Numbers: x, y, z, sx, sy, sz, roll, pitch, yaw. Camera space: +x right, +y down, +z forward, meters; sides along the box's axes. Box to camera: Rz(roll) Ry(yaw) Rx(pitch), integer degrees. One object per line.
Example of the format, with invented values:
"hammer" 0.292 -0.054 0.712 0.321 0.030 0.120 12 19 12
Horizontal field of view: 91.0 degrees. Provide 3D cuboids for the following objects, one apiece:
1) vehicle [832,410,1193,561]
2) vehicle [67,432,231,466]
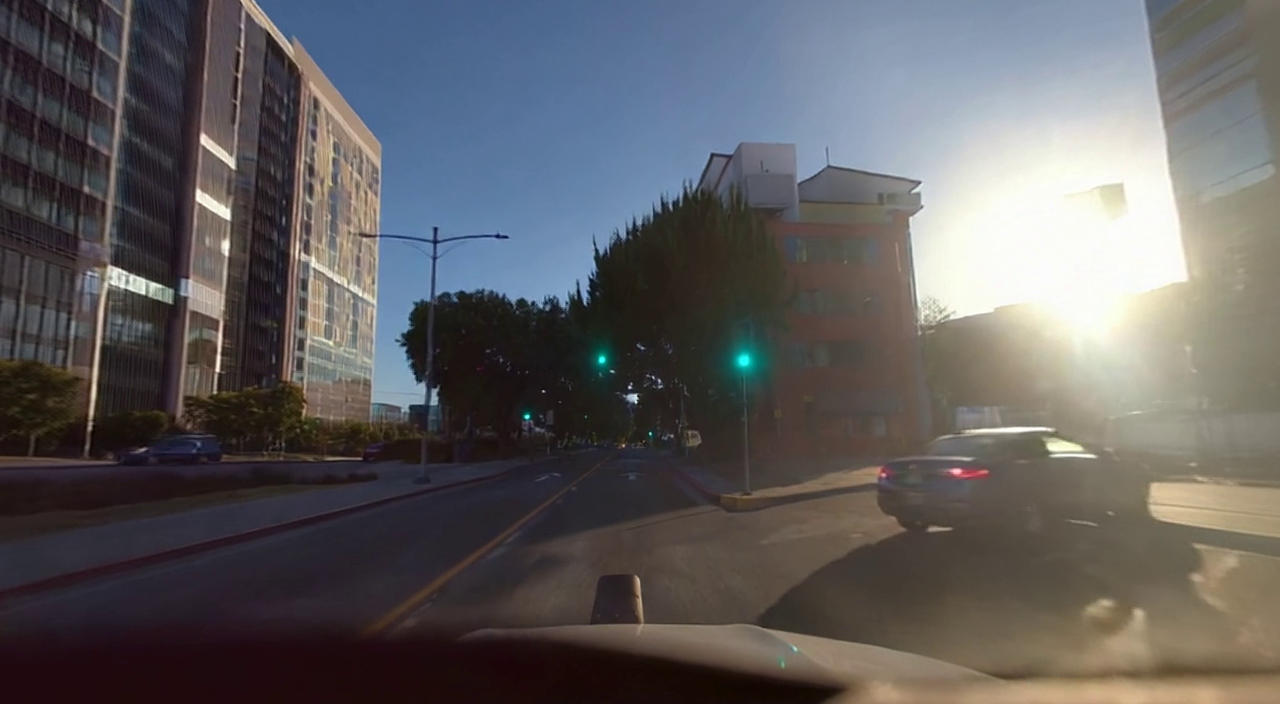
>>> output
"vehicle" 4.782 1.597 8.158 4.033 1.514 1.974 3 -9 -25
"vehicle" -19.409 3.869 25.263 2.660 1.211 4.739 -1 -8 2
